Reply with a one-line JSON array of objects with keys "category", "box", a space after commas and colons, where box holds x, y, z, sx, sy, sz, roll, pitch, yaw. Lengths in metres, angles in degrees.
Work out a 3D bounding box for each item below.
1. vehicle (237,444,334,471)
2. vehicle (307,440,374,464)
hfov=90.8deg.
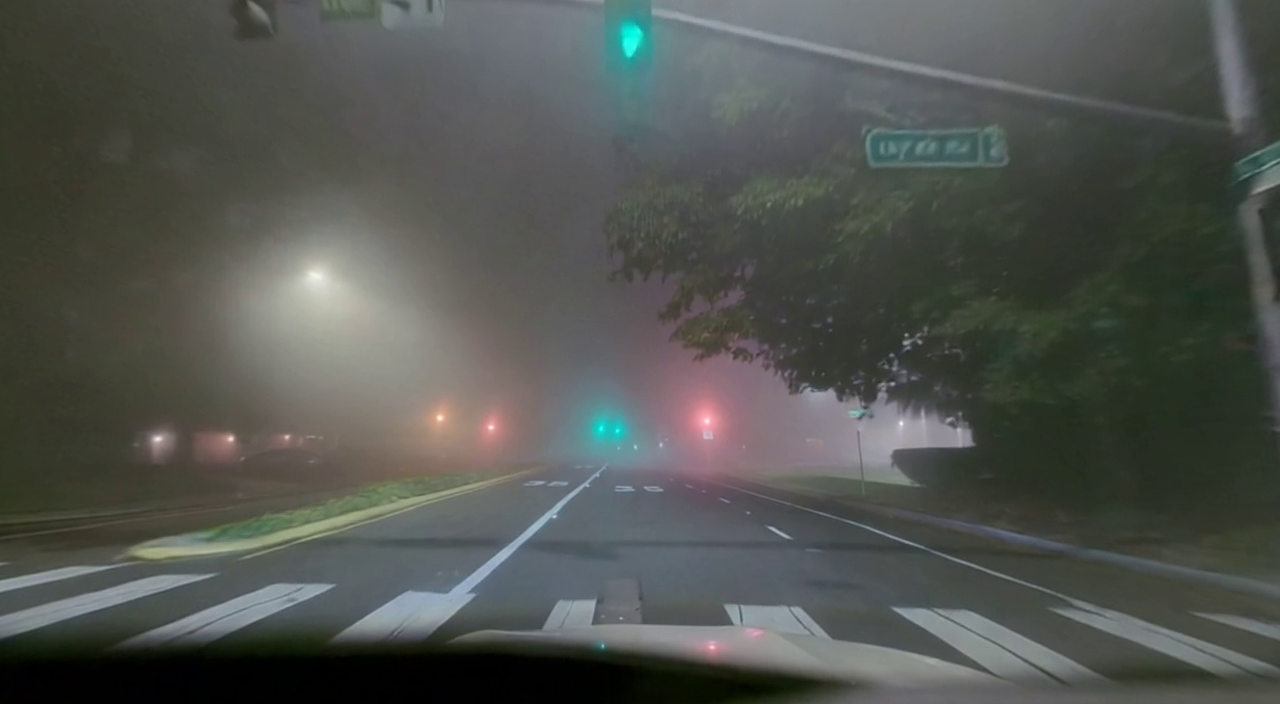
[{"category": "vehicle", "box": [-20.848, 6.202, 37.238, 4.536, 1.502, 1.975, -1, -9, 4]}, {"category": "vehicle", "box": [-21.883, 7.339, 46.217, 3.886, 1.641, 1.850, 1, -10, -1]}]
